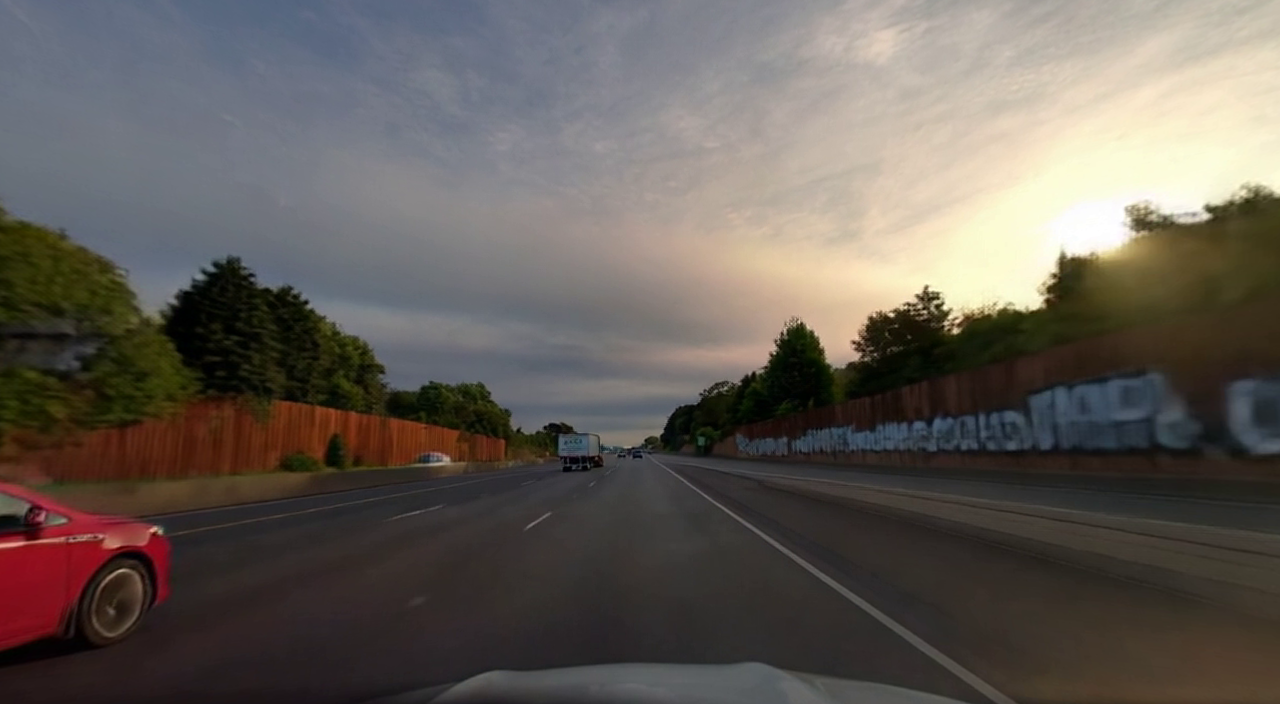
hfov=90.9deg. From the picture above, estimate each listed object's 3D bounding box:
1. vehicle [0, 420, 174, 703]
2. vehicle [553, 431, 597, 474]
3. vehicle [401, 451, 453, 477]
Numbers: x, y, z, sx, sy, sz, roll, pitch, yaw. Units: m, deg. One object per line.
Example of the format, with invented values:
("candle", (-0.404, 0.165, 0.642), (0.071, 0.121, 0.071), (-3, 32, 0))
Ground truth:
("vehicle", (-4.413, 0.947, 2.260), (2.024, 1.476, 4.466), (0, -9, 1))
("vehicle", (-4.118, 6.488, 40.707), (2.305, 2.517, 5.486), (0, -9, 0))
("vehicle", (-13.193, 6.938, 39.239), (1.822, 1.492, 4.091), (0, -9, 0))
